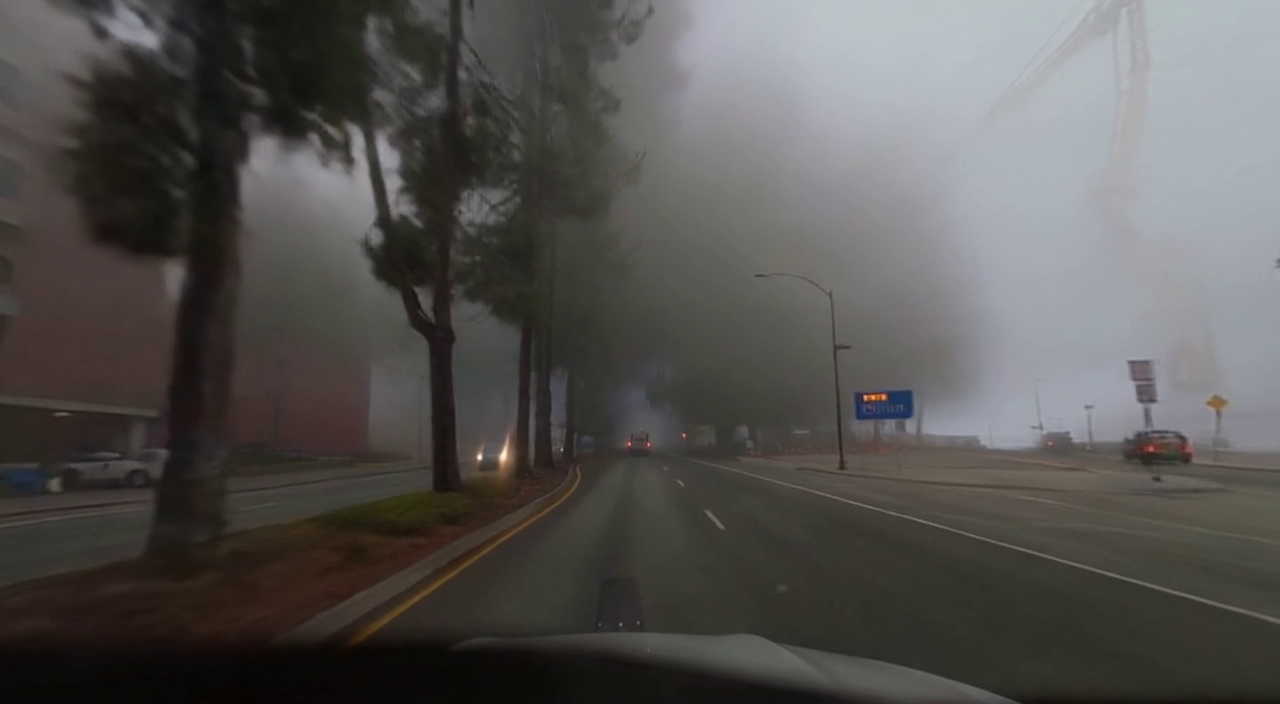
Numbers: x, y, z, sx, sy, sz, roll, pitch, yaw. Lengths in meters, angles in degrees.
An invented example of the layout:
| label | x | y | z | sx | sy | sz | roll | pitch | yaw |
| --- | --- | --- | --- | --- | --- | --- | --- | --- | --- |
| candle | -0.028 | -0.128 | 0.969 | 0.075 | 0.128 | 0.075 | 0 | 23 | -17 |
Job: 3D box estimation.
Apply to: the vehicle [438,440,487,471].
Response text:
| label | x | y | z | sx | sy | sz | roll | pitch | yaw |
| --- | --- | --- | --- | --- | --- | --- | --- | --- | --- |
| vehicle | -10.621 | 6.216 | 38.059 | 1.857 | 1.744 | 3.886 | 0 | -8 | -1 |

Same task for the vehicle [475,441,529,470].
| label | x | y | z | sx | sy | sz | roll | pitch | yaw |
| --- | --- | --- | --- | --- | --- | --- | --- | --- | --- |
| vehicle | -7.517 | 5.656 | 34.765 | 1.999 | 1.478 | 4.441 | 0 | -8 | 0 |

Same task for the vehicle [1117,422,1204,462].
| label | x | y | z | sx | sy | sz | roll | pitch | yaw |
| --- | --- | --- | --- | --- | --- | --- | --- | --- | --- |
| vehicle | 31.256 | 5.450 | 38.189 | 2.541 | 2.248 | 5.629 | -4 | -9 | 24 |

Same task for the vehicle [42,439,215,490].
| label | x | y | z | sx | sy | sz | roll | pitch | yaw |
| --- | --- | --- | --- | --- | --- | --- | --- | --- | --- |
| vehicle | -22.976 | 5.051 | 28.812 | 5.745 | 1.920 | 2.281 | 3 | -9 | -29 |

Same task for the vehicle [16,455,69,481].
| label | x | y | z | sx | sy | sz | roll | pitch | yaw |
| --- | --- | --- | --- | --- | --- | --- | --- | --- | --- |
| vehicle | -37.364 | 7.193 | 39.477 | 3.953 | 1.457 | 1.920 | -8 | -11 | 41 |
